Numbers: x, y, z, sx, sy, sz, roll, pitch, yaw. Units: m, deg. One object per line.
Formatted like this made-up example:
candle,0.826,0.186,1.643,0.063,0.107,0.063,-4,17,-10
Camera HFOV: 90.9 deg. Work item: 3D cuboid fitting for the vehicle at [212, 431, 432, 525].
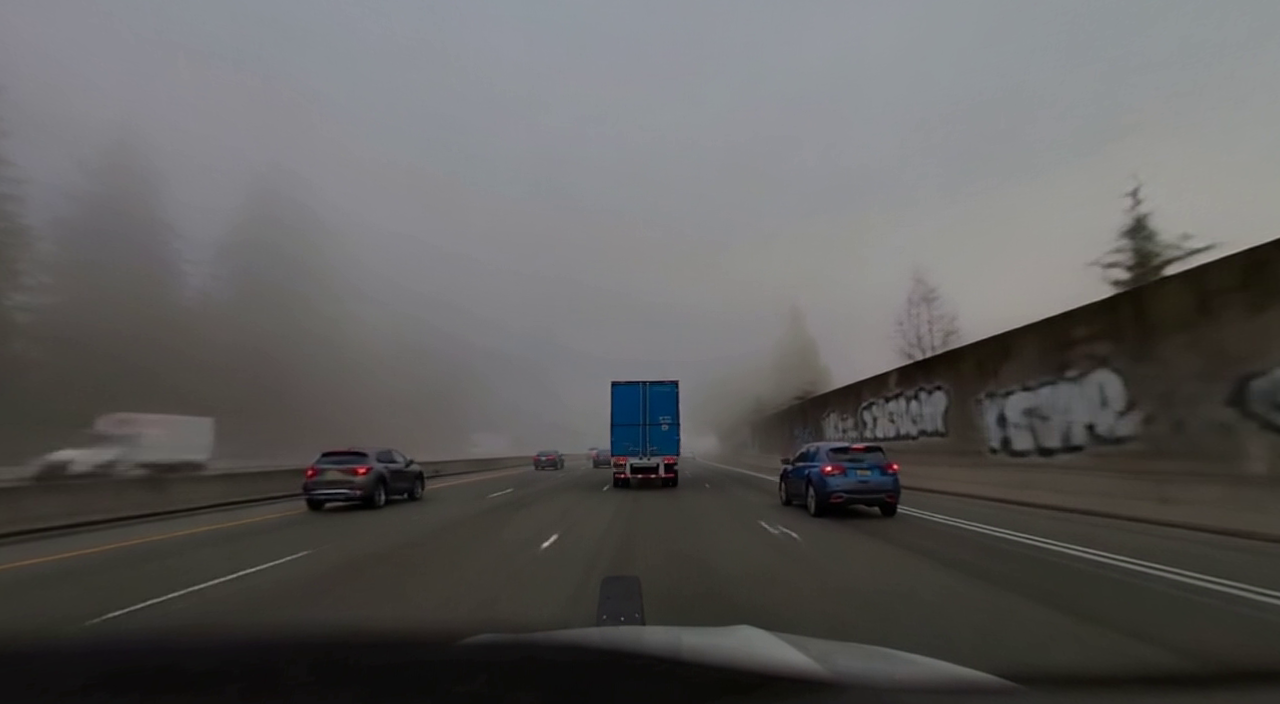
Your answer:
vehicle,-6.498,2.631,13.723,2.134,1.662,4.851,0,-9,2

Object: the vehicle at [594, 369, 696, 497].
vehicle,0.154,3.083,23.133,2.915,3.661,9.741,0,-9,0

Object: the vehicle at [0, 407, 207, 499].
vehicle,-17.870,3.401,21.291,2.179,2.650,5.861,0,-9,1

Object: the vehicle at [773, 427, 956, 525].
vehicle,4.375,2.505,13.224,2.205,1.689,4.403,0,-9,0

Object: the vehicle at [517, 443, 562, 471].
vehicle,-6.198,6.555,39.426,2.005,1.607,4.042,-1,-9,2
